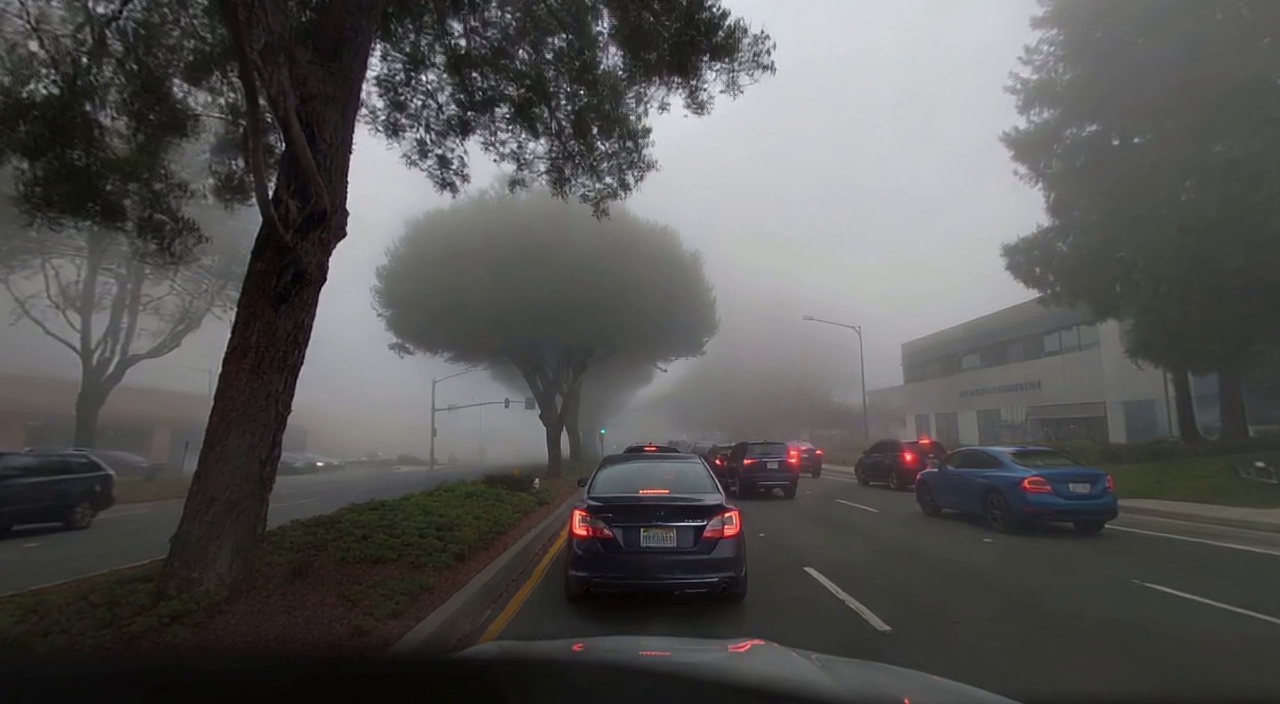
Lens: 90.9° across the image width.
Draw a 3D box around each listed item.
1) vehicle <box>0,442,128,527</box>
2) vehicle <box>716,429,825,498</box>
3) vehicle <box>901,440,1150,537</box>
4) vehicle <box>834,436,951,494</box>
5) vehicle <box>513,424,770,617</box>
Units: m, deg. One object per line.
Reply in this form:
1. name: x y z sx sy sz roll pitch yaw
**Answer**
1. vehicle: -14.462 2.922 14.251 2.163 1.743 4.428 0 -8 -4
2. vehicle: 3.621 3.200 18.461 2.114 1.736 4.553 0 -8 -1
3. vehicle: 6.837 2.417 11.916 1.911 1.468 4.417 0 -8 0
4. vehicle: 7.939 3.565 20.371 1.963 1.637 4.527 0 -8 1
5. vehicle: -0.019 1.624 7.115 1.977 1.465 4.376 0 -8 -1
